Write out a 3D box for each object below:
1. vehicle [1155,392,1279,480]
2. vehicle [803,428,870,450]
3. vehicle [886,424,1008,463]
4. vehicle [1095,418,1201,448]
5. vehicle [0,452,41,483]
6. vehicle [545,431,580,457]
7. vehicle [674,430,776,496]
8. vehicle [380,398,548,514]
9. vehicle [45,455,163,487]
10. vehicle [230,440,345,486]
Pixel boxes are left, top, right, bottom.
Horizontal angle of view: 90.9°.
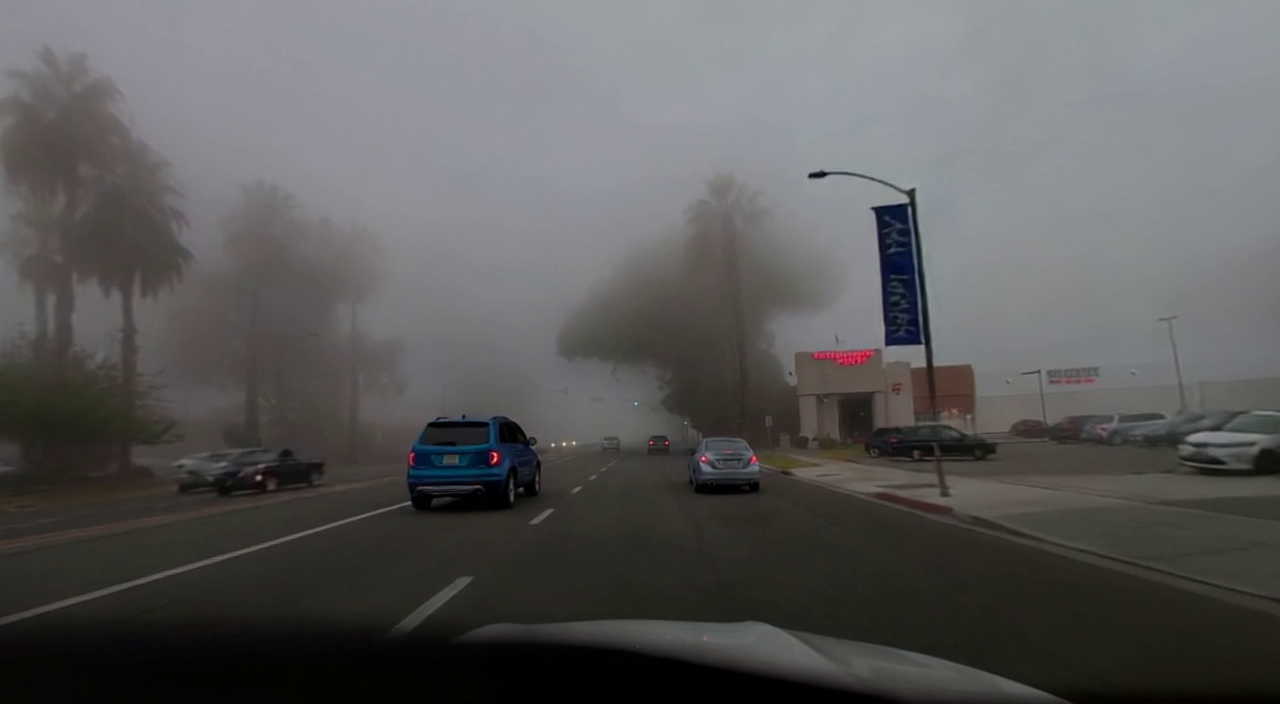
[{"bbox_3d":[12.979,1.613,12.097,1.887,1.630,4.705,1,-8,-6],"label":"vehicle"},{"bbox_3d":[14.956,6.699,48.248,4.680,1.506,2.017,-3,-10,14],"label":"vehicle"},{"bbox_3d":[11.904,3.593,24.627,1.874,1.386,3.745,6,-11,-36],"label":"vehicle"},{"bbox_3d":[25.753,4.122,32.044,3.833,1.455,1.927,1,-8,-6],"label":"vehicle"},{"bbox_3d":[-37.025,6.834,37.230,4.176,1.572,1.916,-9,-9,41],"label":"vehicle"},{"bbox_3d":[-6.026,7.207,49.325,2.157,1.942,4.210,0,-8,1],"label":"vehicle"},{"bbox_3d":[2.061,2.862,16.635,1.919,1.472,4.470,0,-8,-2],"label":"vehicle"},{"bbox_3d":[-3.389,2.143,13.264,2.152,1.987,4.527,0,-8,1],"label":"vehicle"},{"bbox_3d":[-26.762,5.922,31.546,2.011,1.395,4.238,-8,-12,44],"label":"vehicle"},{"bbox_3d":[-14.133,4.454,25.635,1.942,1.645,4.538,0,-9,1],"label":"vehicle"}]
